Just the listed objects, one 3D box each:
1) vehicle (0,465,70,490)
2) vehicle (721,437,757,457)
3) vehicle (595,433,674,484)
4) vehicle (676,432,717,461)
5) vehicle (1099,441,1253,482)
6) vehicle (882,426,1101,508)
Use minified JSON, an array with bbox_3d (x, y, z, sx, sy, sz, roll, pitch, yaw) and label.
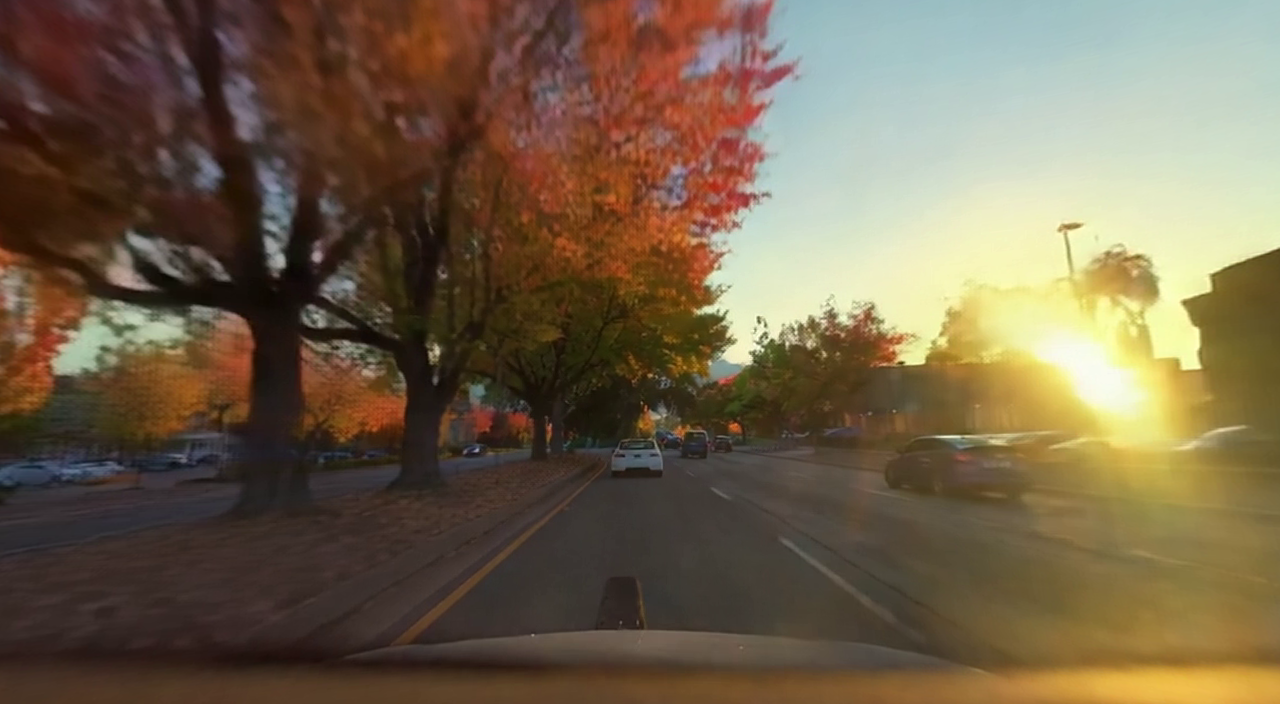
[{"bbox_3d":[-44.550,9.117,45.990,3.961,1.678,2.032,1,-8,-4],"label":"vehicle"},{"bbox_3d":[7.507,7.261,48.293,2.061,1.460,3.948,0,-8,-1],"label":"vehicle"},{"bbox_3d":[-0.198,3.420,20.556,2.289,1.471,4.477,0,-8,-1],"label":"vehicle"},{"bbox_3d":[3.596,6.151,41.254,2.188,1.760,4.297,0,-8,-1],"label":"vehicle"},{"bbox_3d":[21.127,4.308,25.244,1.920,1.458,4.704,0,-8,-2],"label":"vehicle"},{"bbox_3d":[7.391,2.468,14.032,2.111,1.493,4.639,0,-8,-1],"label":"vehicle"}]
